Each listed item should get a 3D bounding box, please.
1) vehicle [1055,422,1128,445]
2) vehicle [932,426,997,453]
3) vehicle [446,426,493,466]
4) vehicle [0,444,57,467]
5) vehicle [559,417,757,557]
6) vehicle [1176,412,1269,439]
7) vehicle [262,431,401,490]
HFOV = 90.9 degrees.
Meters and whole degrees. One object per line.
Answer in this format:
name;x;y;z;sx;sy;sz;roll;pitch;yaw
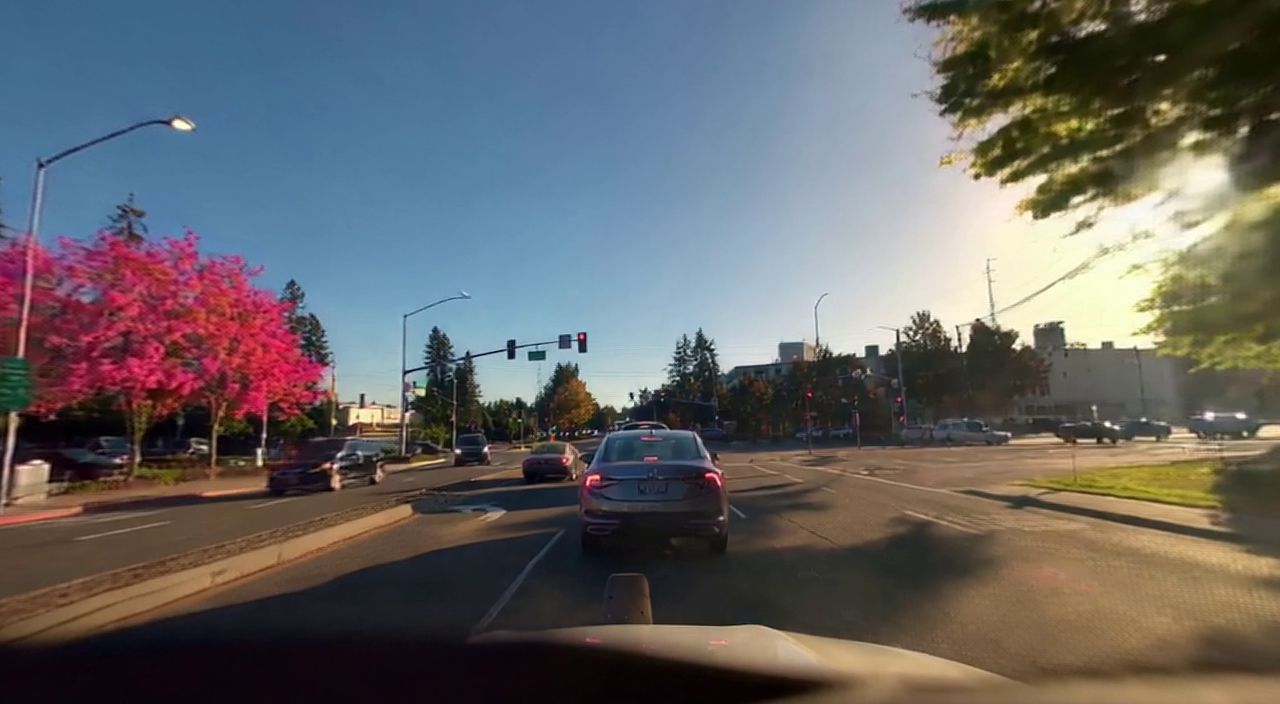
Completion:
vehicle;35.587;6.410;49.743;4.294;1.557;1.744;-3;-8;2
vehicle;18.989;5.118;36.813;4.091;1.495;2.053;8;-12;-43
vehicle;-9.786;5.401;36.236;2.378;2.084;5.225;2;-9;-15
vehicle;-41.892;6.819;41.753;4.813;1.455;1.889;-1;-8;5
vehicle;0.194;1.744;8.813;2.112;1.482;4.057;0;-8;0
vehicle;36.977;4.717;40.186;1.848;1.581;4.475;-1;-8;4
vehicle;-9.655;3.428;20.227;2.108;1.671;4.535;0;-8;1
